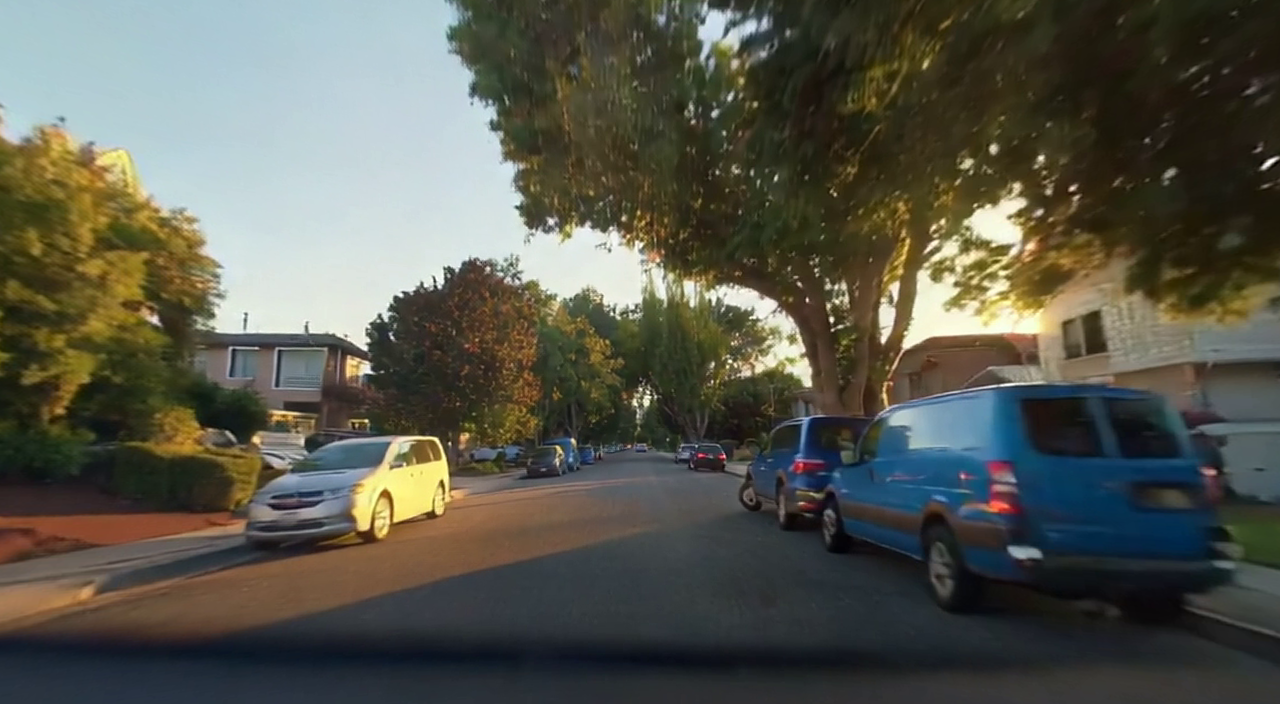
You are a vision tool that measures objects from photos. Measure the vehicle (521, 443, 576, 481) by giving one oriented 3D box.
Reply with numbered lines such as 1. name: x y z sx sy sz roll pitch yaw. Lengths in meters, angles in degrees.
1. vehicle: -4.684 5.671 33.063 2.116 1.659 4.832 -2 -7 1

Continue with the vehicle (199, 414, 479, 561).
1. vehicle: -4.826 2.238 11.498 2.364 1.968 5.671 0 -8 -1

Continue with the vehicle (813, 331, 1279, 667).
1. vehicle: 3.572 1.297 6.533 2.144 2.166 4.766 0 -9 -1

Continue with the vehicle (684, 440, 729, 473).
1. vehicle: 4.002 6.416 39.005 2.152 1.810 5.846 0 -9 0
